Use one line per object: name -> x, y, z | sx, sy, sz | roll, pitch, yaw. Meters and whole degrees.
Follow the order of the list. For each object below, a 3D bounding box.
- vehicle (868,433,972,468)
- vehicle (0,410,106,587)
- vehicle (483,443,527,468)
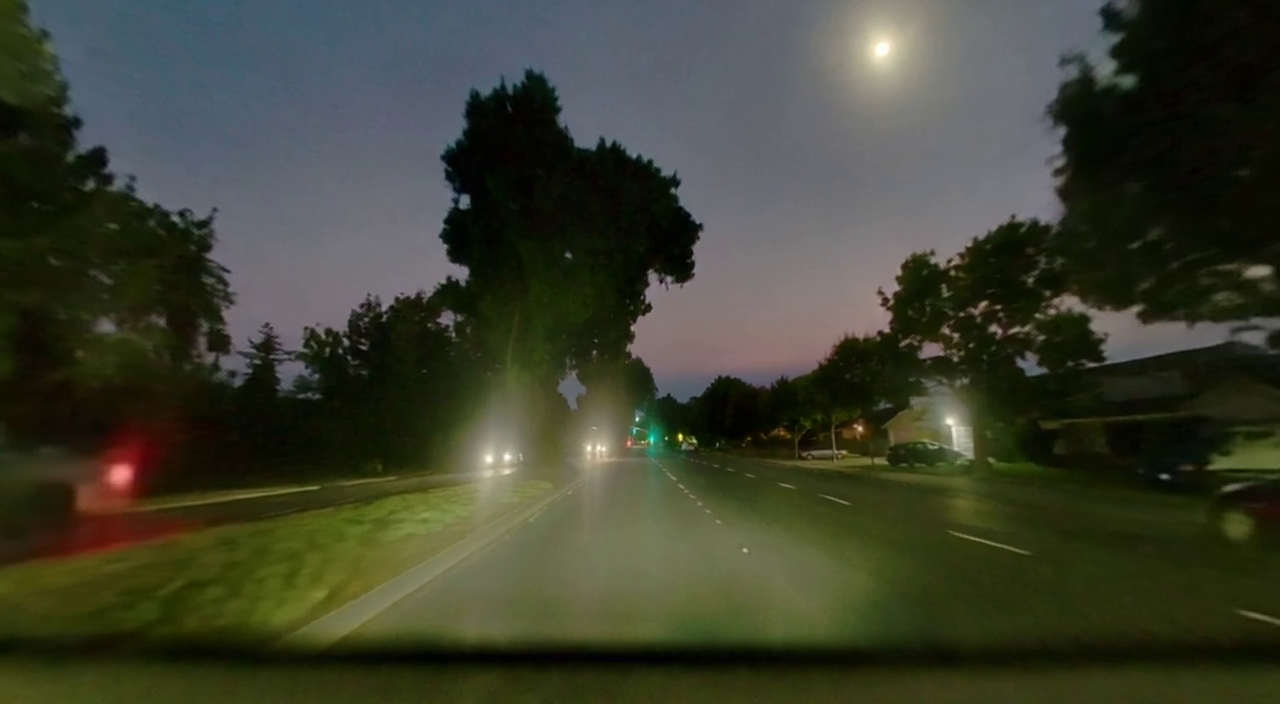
vehicle -> 14.364, 5.047, 32.437 | 4.386, 1.711, 1.929 | 0, -8, 0
vehicle -> -7.675, 1.364, 5.313 | 2.019, 1.819, 4.897 | -1, -8, 0
vehicle -> -9.585, 7.372, 45.100 | 2.000, 1.728, 4.587 | -1, -8, 2
